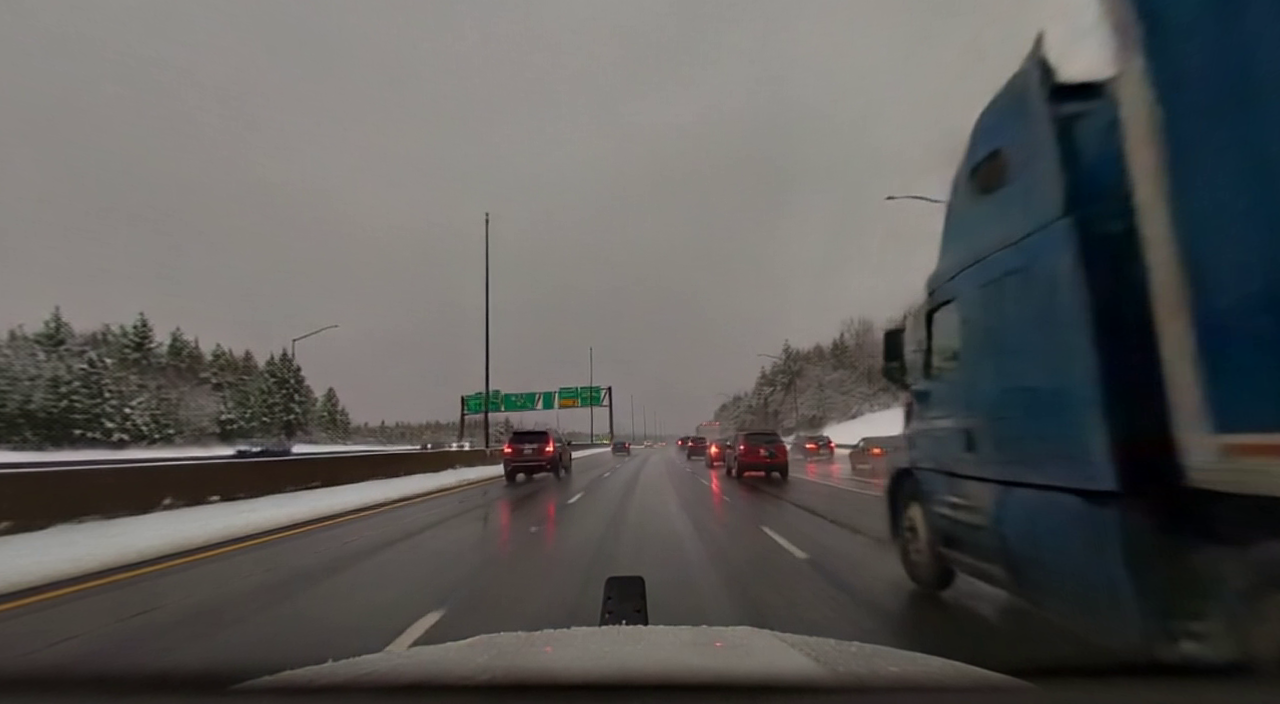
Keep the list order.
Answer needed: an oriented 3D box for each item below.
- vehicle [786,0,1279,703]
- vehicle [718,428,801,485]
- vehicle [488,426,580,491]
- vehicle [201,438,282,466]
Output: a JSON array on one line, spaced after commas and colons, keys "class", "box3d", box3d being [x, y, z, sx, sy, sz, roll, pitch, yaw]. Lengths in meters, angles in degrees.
[{"class": "vehicle", "box3d": [3.642, 0.187, 5.816, 3.059, 3.981, 6.593, -1, -8, 1]}, {"class": "vehicle", "box3d": [3.983, 3.575, 21.820, 1.991, 1.715, 4.455, -1, -8, 0]}, {"class": "vehicle", "box3d": [-3.081, 3.212, 19.278, 2.006, 1.741, 4.277, -1, -8, 1]}, {"class": "vehicle", "box3d": [-26.078, 6.528, 41.446, 1.982, 1.710, 4.550, -1, -8, 6]}]
